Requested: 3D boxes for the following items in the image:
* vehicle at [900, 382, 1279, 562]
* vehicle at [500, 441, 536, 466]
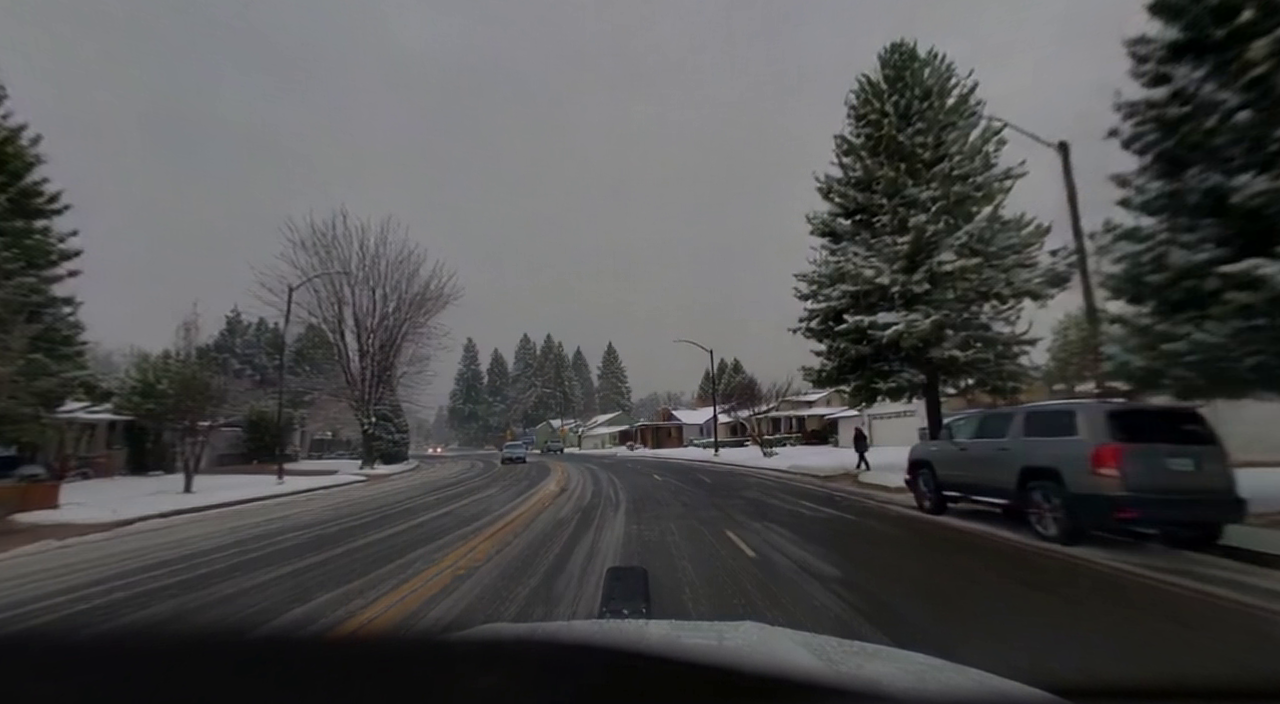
[{"bbox_3d":[6.630,1.758,10.170,2.348,1.986,6.289,0,-8,2],"label":"vehicle"},{"bbox_3d":[-7.861,6.436,40.269,2.043,1.470,4.338,2,-8,-13],"label":"vehicle"}]
